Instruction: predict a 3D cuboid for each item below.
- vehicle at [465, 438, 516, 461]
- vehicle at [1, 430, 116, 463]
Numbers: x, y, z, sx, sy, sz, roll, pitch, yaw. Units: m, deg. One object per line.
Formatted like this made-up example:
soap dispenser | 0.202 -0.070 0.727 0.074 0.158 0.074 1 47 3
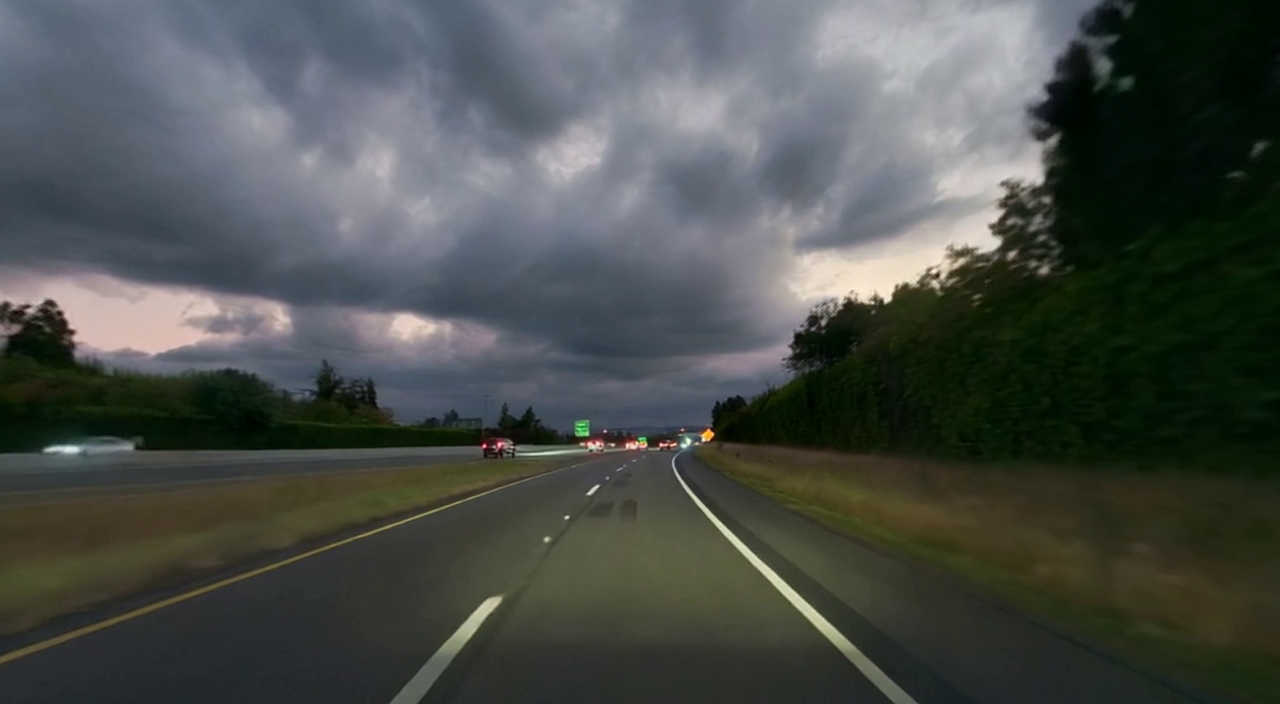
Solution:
vehicle | -10.809 7.066 45.900 2.141 1.612 3.998 -2 -8 11
vehicle | -40.639 6.588 44.281 2.051 2.134 5.638 -1 -8 10
